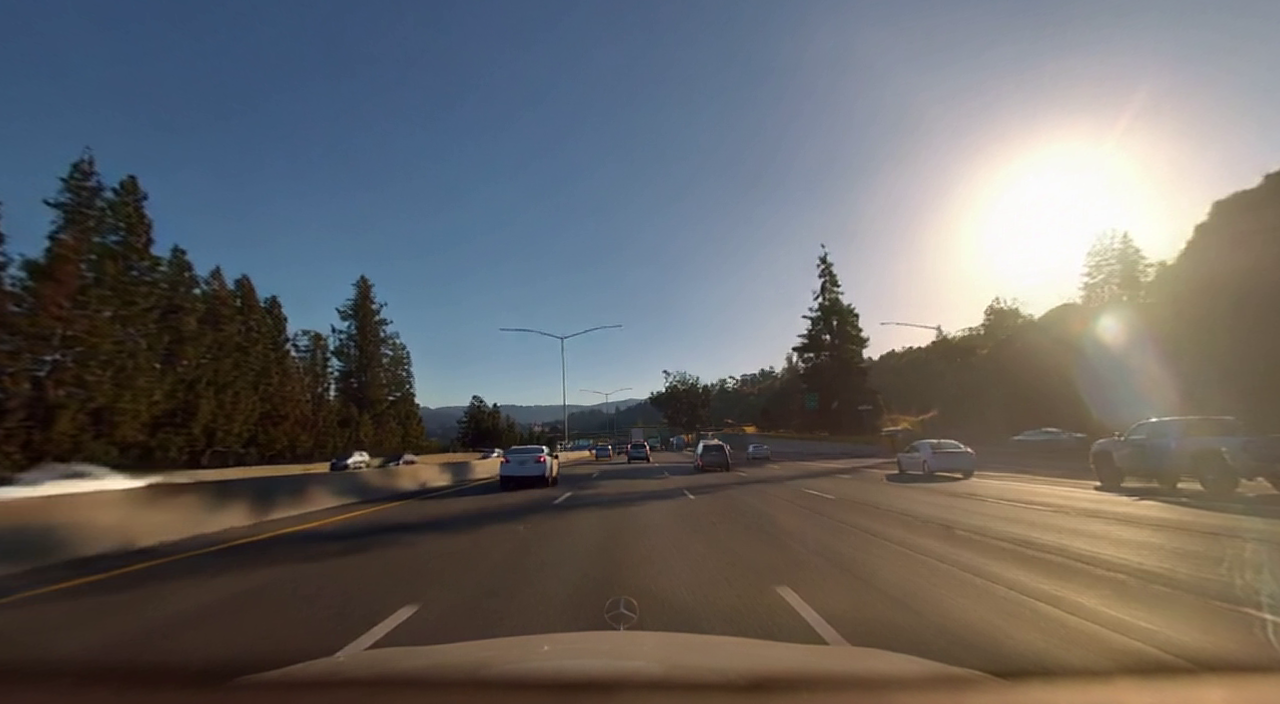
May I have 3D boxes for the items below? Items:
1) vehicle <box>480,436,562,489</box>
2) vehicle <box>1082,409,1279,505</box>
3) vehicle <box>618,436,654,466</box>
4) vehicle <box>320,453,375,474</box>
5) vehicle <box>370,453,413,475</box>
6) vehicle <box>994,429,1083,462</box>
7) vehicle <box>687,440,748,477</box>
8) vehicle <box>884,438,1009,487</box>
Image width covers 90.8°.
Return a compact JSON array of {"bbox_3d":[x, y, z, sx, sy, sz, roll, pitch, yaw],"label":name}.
[{"bbox_3d":[-3.972,3.765,21.838,1.992,1.651,4.185,0,-9,0],"label":"vehicle"},{"bbox_3d":[12.949,2.349,14.448,2.076,1.799,4.871,0,-9,-1],"label":"vehicle"},{"bbox_3d":[-0.241,6.474,41.298,2.192,1.813,4.864,0,-9,0],"label":"vehicle"},{"bbox_3d":[-22.897,8.739,49.644,2.028,1.520,4.654,0,-9,0],"label":"vehicle"},{"bbox_3d":[-16.246,7.315,41.452,1.504,1.354,3.323,0,-8,0],"label":"vehicle"},{"bbox_3d":[19.715,4.666,31.484,1.787,1.510,3.947,0,-9,-1],"label":"vehicle"},{"bbox_3d":[3.233,4.559,27.285,2.007,1.469,4.337,0,-9,-1],"label":"vehicle"},{"bbox_3d":[9.568,3.474,20.131,1.910,1.384,3.867,0,-9,-2],"label":"vehicle"}]
